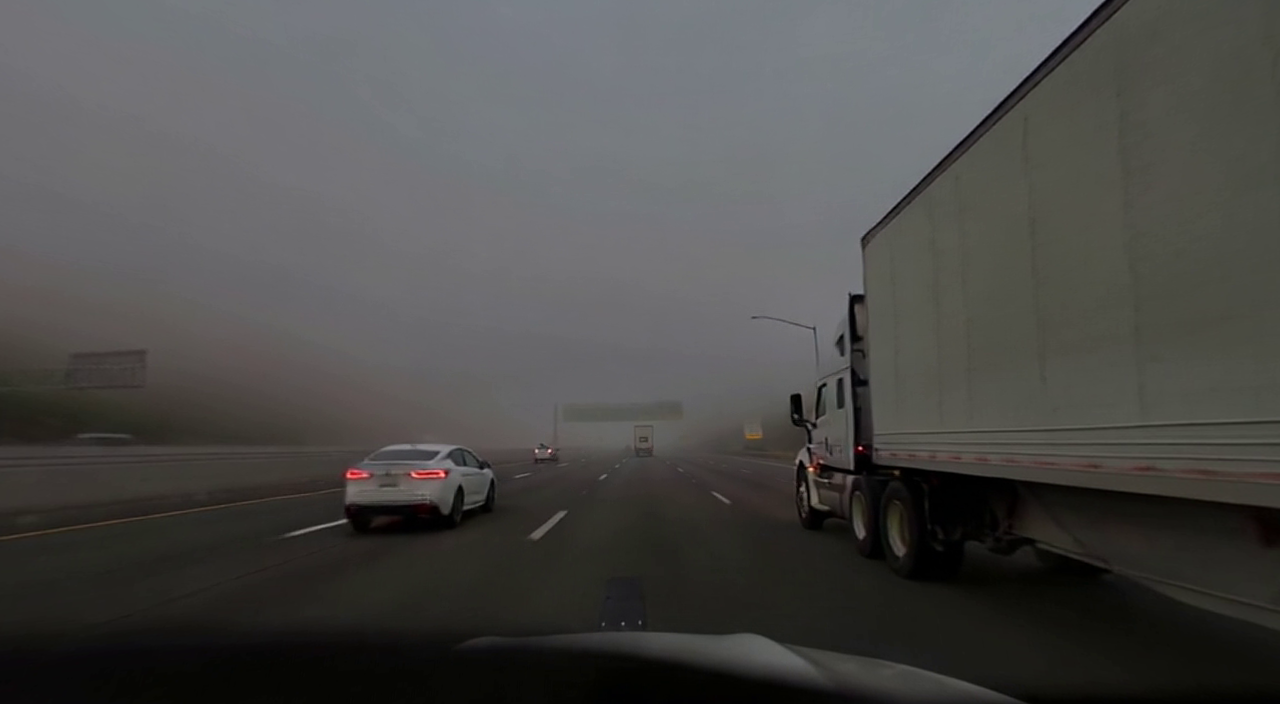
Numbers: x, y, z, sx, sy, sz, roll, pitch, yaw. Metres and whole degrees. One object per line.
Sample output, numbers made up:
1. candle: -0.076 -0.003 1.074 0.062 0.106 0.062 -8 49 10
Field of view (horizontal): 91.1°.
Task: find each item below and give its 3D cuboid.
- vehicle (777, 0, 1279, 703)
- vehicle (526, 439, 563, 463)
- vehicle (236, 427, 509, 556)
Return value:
1. vehicle: 3.751 0.381 4.721 3.049 3.395 10.595 0 -8 0
2. vehicle: -6.978 7.341 46.523 1.980 1.666 4.562 0 -8 1
3. vehicle: -3.731 2.046 10.052 2.143 1.529 4.918 0 -8 1
